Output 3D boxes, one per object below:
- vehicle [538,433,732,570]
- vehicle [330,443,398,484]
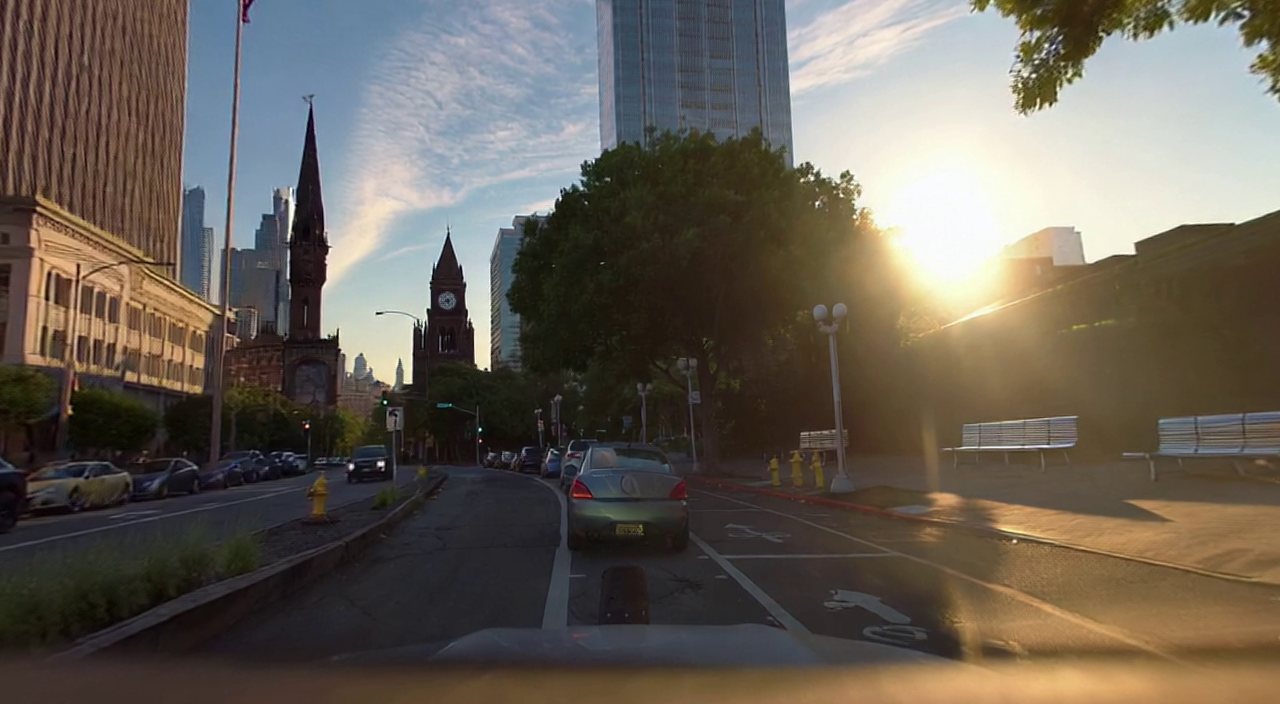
[{"bbox_3d":[-0.241,1.944,9.036,2.142,1.475,4.051,1,-8,-6],"label":"vehicle"},{"bbox_3d":[-12.792,5.153,29.531,2.179,1.698,4.549,2,-9,-15],"label":"vehicle"}]
